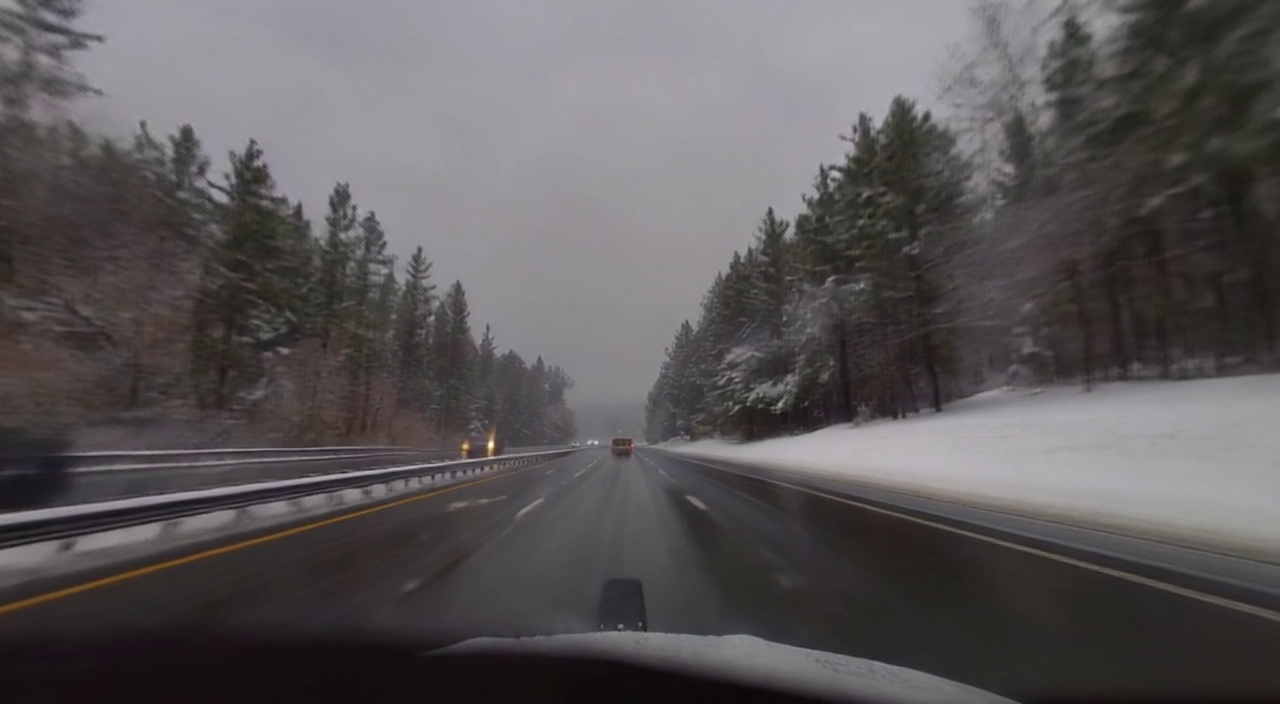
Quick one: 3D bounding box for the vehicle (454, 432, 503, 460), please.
[{"bbox_3d":[-10.644,6.269,42.034,1.991,1.748,5.095,0,-8,-1],"label":"vehicle"}]
